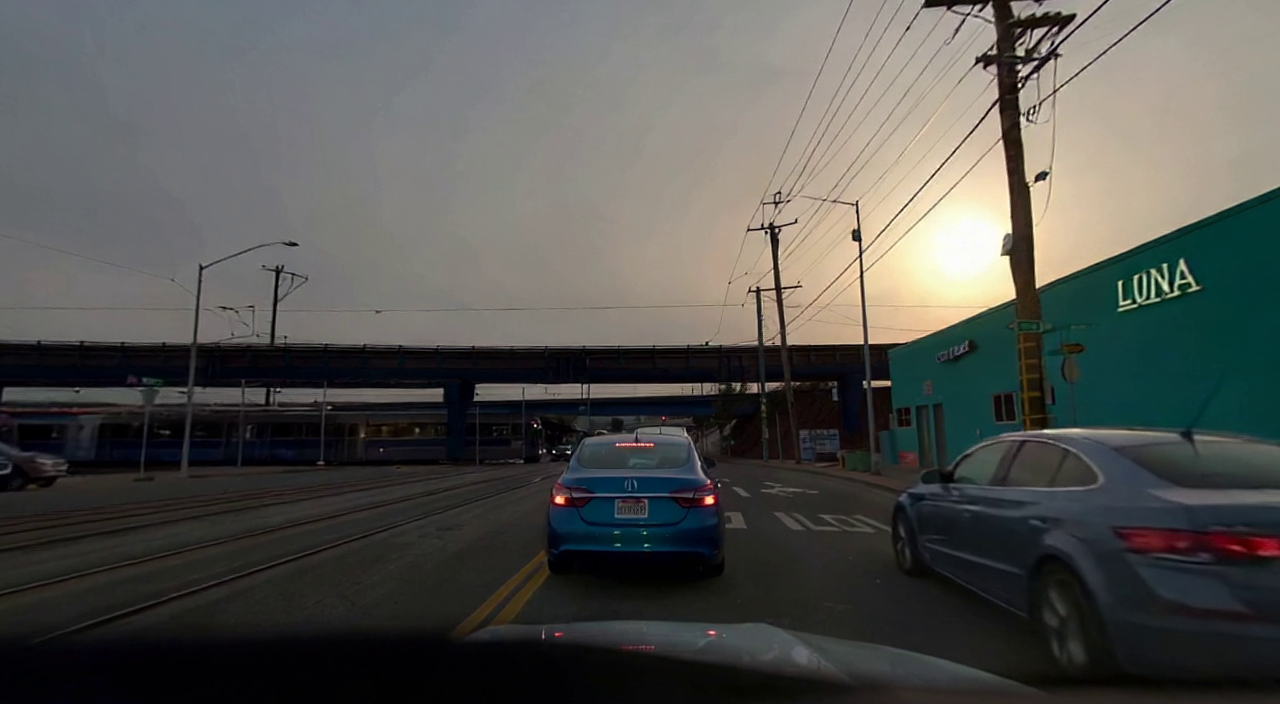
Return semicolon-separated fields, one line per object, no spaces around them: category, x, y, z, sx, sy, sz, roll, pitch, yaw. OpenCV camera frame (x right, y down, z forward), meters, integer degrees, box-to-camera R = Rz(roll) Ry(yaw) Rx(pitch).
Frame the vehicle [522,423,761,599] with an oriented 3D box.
vehicle;0.096;1.702;7.608;2.090;1.518;4.033;-1;-9;3

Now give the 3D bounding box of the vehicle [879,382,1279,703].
vehicle;3.203;1.147;4.122;1.948;1.490;4.405;-1;-9;6

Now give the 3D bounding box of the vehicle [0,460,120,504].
vehicle;-21.931;4.677;22.838;4.566;1.453;1.935;-1;-9;5
